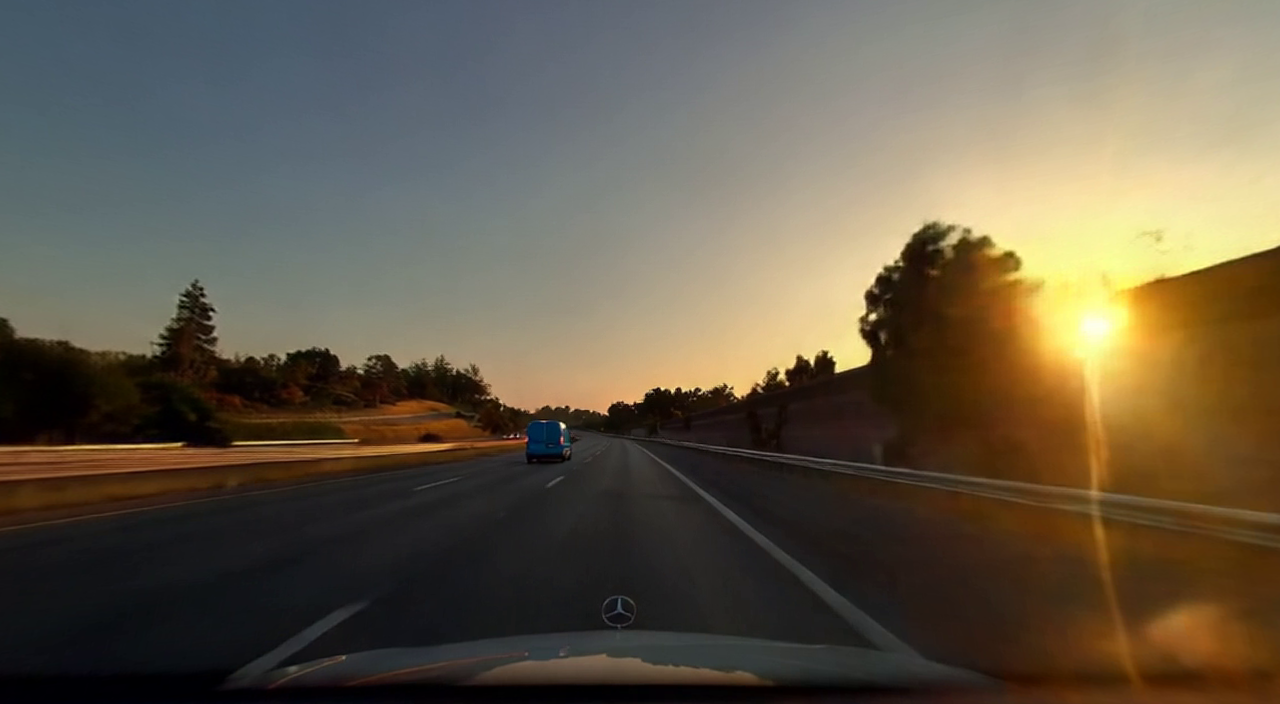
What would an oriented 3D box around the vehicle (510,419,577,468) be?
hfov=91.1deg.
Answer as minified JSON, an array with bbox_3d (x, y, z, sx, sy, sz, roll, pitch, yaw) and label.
[{"bbox_3d":[-4.331,4.202,29.089,2.309,2.053,4.884,0,-8,0],"label":"vehicle"}]
